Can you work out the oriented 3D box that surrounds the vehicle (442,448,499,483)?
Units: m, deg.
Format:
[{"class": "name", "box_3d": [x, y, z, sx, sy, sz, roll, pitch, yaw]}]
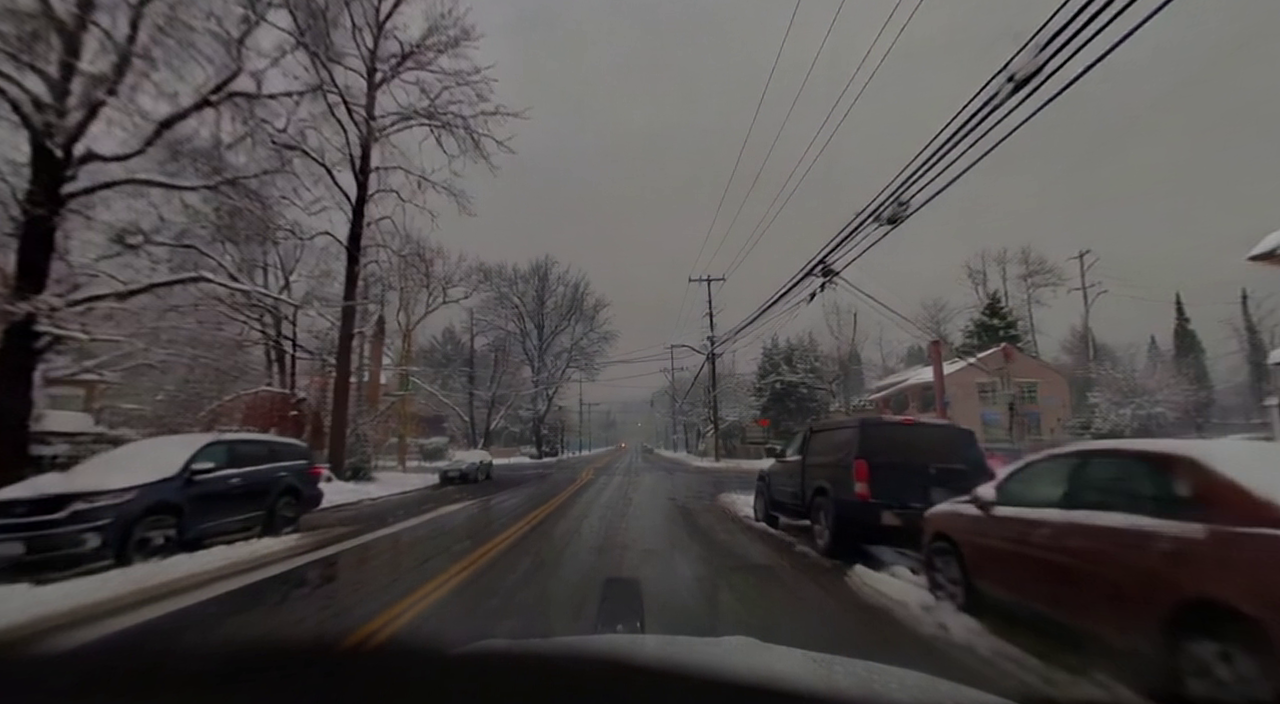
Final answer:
[{"class": "vehicle", "box_3d": [-7.690, 5.155, 29.051, 1.902, 1.456, 4.451, 1, -8, -7]}]

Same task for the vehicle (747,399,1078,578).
[{"class": "vehicle", "box_3d": [3.271, 1.810, 9.365, 2.202, 1.805, 5.756, 0, -8, -1]}]

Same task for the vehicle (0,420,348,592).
[{"class": "vehicle", "box_3d": [-6.784, 2.035, 9.471, 2.151, 1.789, 5.482, 0, -8, 0]}]

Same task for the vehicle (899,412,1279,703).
[{"class": "vehicle", "box_3d": [3.321, 1.120, 3.467, 1.869, 1.453, 4.237, 0, -8, -2]}]
